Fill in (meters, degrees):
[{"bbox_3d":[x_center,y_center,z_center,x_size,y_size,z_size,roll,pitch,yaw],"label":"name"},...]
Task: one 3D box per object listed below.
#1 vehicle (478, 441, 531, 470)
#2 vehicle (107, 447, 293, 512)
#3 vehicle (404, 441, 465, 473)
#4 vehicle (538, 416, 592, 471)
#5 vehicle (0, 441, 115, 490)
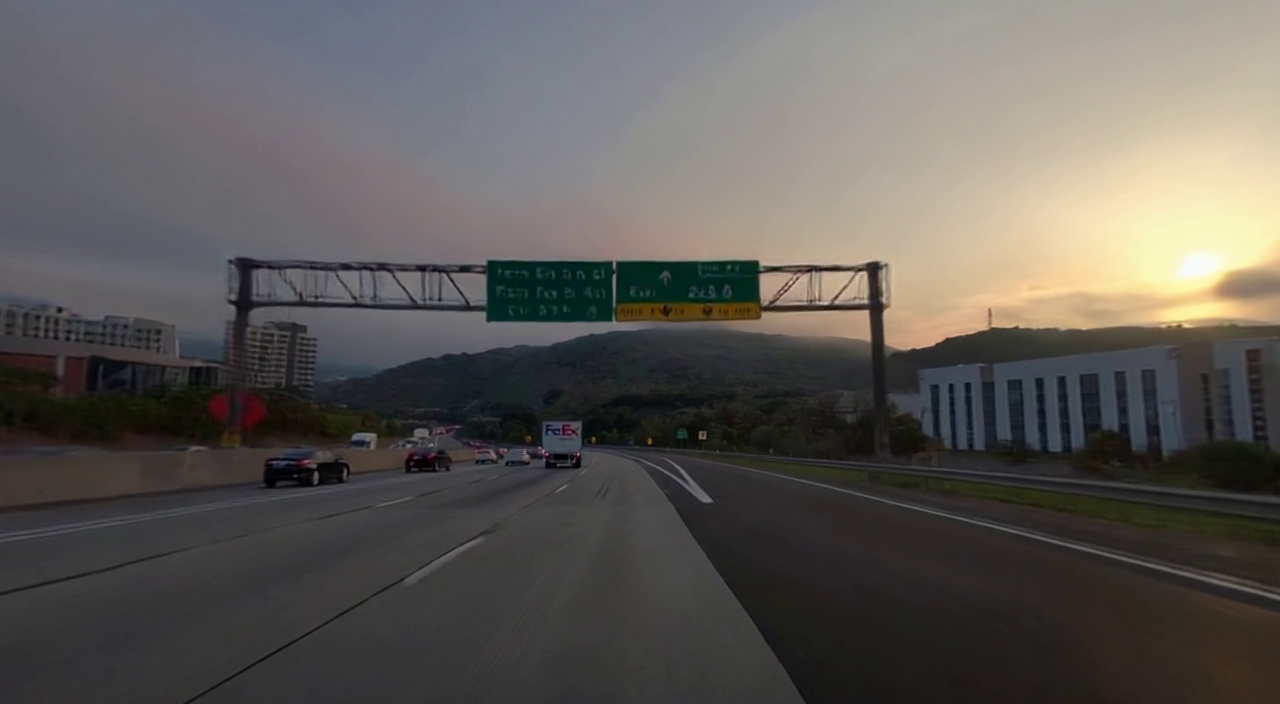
[{"bbox_3d":[-8.777,6.752,41.408,2.461,1.767,4.991,0,-8,-1],"label":"vehicle"},{"bbox_3d":[-11.644,3.356,17.167,1.879,1.431,4.425,1,-8,-1],"label":"vehicle"},{"bbox_3d":[-12.497,6.398,38.760,2.188,1.784,4.724,0,-8,-1],"label":"vehicle"},{"bbox_3d":[-4.773,5.965,41.375,2.798,3.212,7.573,2,-8,-2],"label":"vehicle"},{"bbox_3d":[-20.617,3.787,21.375,1.815,1.507,4.468,0,-8,0],"label":"vehicle"}]
